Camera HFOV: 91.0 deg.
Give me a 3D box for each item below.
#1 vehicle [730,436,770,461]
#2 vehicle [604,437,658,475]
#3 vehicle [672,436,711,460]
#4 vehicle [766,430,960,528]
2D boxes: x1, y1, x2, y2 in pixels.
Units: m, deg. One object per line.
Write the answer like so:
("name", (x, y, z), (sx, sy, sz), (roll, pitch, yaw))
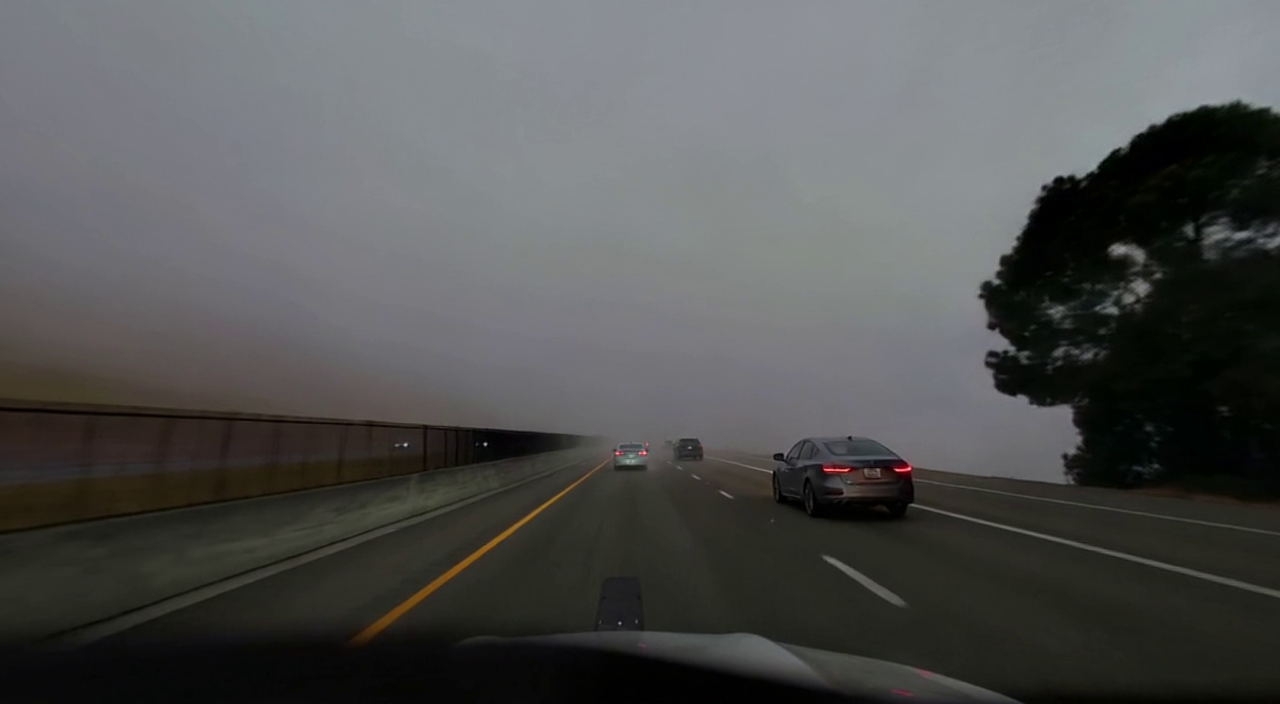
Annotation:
("vehicle", (7.716, 6.843, 44.621), (1.996, 1.637, 3.990), (0, -8, -1))
("vehicle", (-0.356, 4.352, 26.534), (2.085, 1.449, 3.860), (0, -8, 0))
("vehicle", (3.801, 7.225, 47.339), (2.436, 1.704, 4.694), (0, -8, -1))
("vehicle", (3.752, 2.212, 11.541), (1.957, 1.447, 4.241), (0, -8, -1))
